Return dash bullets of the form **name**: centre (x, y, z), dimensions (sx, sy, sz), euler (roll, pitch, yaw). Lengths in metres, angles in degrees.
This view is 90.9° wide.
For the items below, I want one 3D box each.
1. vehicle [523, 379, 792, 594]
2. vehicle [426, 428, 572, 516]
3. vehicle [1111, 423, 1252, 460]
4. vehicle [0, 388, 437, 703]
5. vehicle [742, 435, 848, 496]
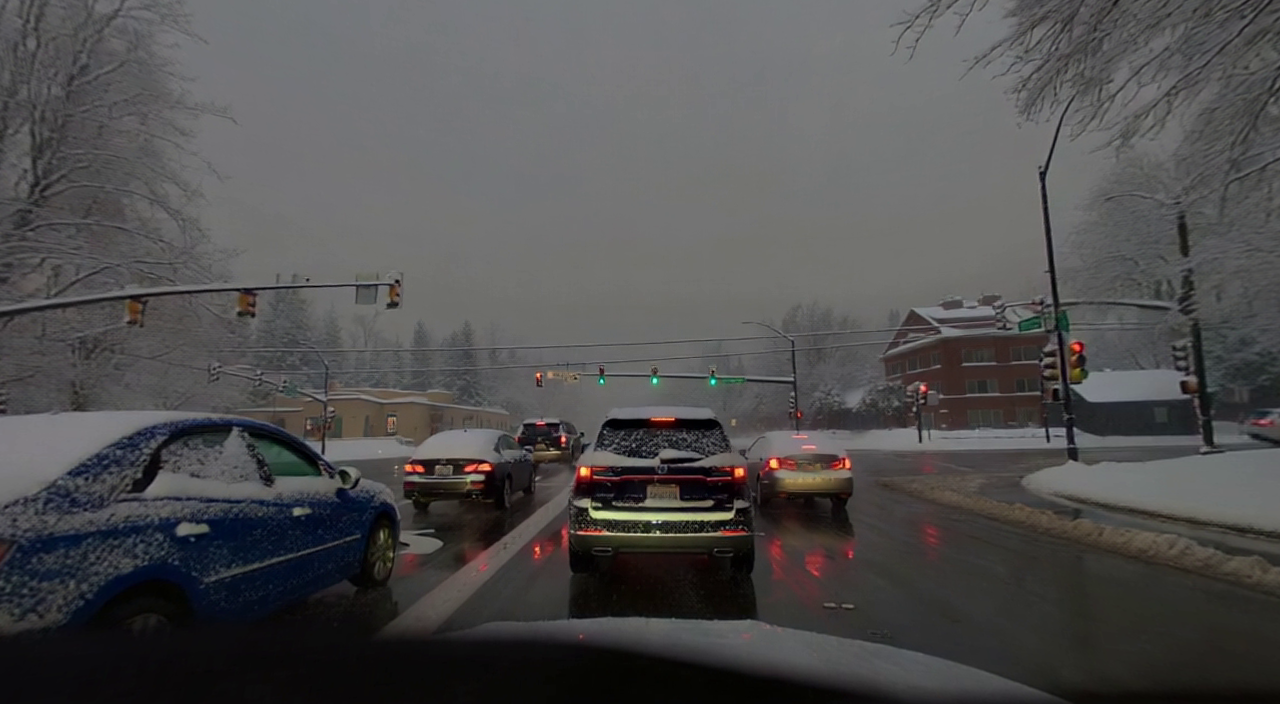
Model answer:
- **vehicle**: centre (0.204, 1.466, 7.659), dimensions (2.300, 1.832, 4.331), euler (0, -8, 1)
- **vehicle**: centre (-2.689, 2.389, 13.059), dimensions (1.851, 1.502, 4.042), euler (0, -8, 4)
- **vehicle**: centre (23.846, 3.965, 27.950), dimensions (4.026, 1.573, 2.271), euler (-1, -8, 7)
- **vehicle**: centre (-3.226, 1.195, 4.402), dimensions (1.958, 1.494, 4.624), euler (0, -8, 2)
- **vehicle**: centre (4.096, 3.059, 17.348), dimensions (1.979, 1.453, 4.011), euler (0, -8, 1)
